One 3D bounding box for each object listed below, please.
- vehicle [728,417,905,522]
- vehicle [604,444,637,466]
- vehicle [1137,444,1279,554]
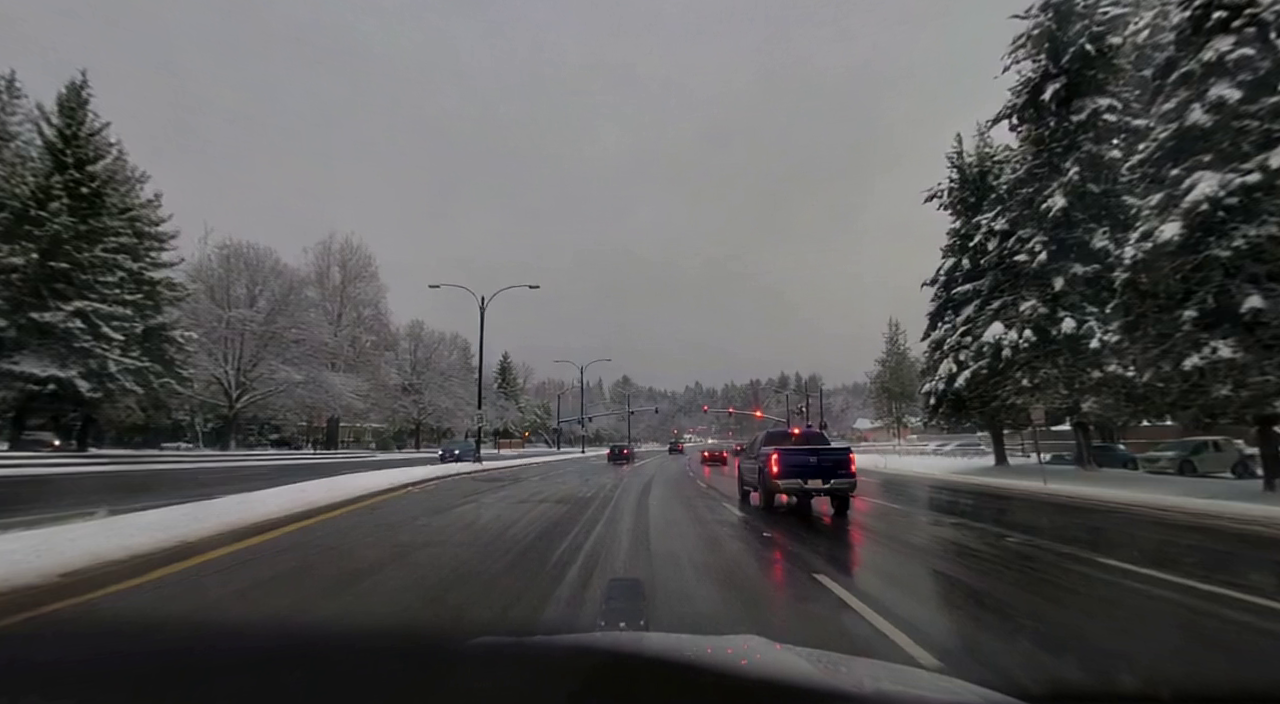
[{"bbox_3d":[3.441,2.451,13.769,2.333,1.777,5.713,0,-8,2],"label":"vehicle"},{"bbox_3d":[-1.406,7.702,47.389,1.958,1.542,4.175,-1,-9,5],"label":"vehicle"},{"bbox_3d":[9.862,2.103,8.988,1.963,1.513,4.600,1,-8,3],"label":"vehicle"}]
